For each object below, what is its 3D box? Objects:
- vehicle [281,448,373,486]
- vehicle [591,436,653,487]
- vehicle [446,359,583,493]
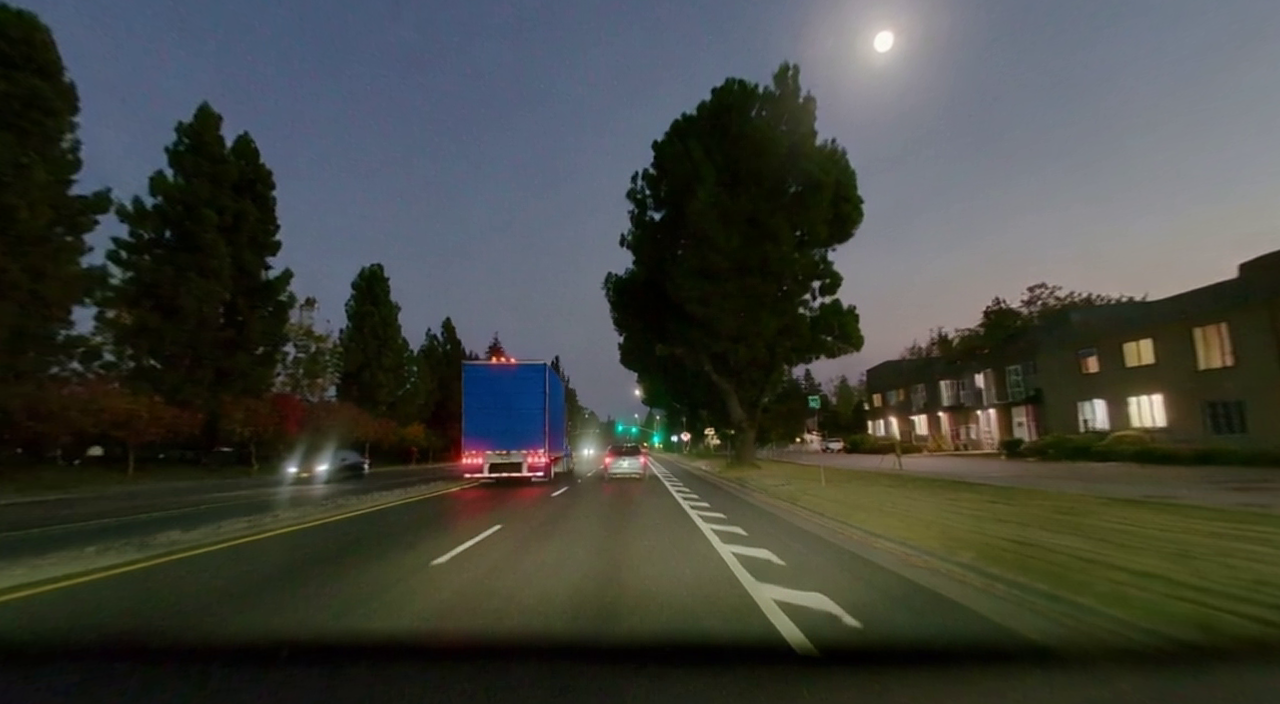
[{"bbox_3d":[-14.372,5.302,29.349,1.993,1.568,4.645,0,-9,-2],"label":"vehicle"},{"bbox_3d":[-0.621,3.993,23.340,2.094,1.682,3.866,0,-9,0],"label":"vehicle"},{"bbox_3d":[-4.109,2.917,23.630,2.996,3.902,10.410,0,-9,0],"label":"vehicle"}]
